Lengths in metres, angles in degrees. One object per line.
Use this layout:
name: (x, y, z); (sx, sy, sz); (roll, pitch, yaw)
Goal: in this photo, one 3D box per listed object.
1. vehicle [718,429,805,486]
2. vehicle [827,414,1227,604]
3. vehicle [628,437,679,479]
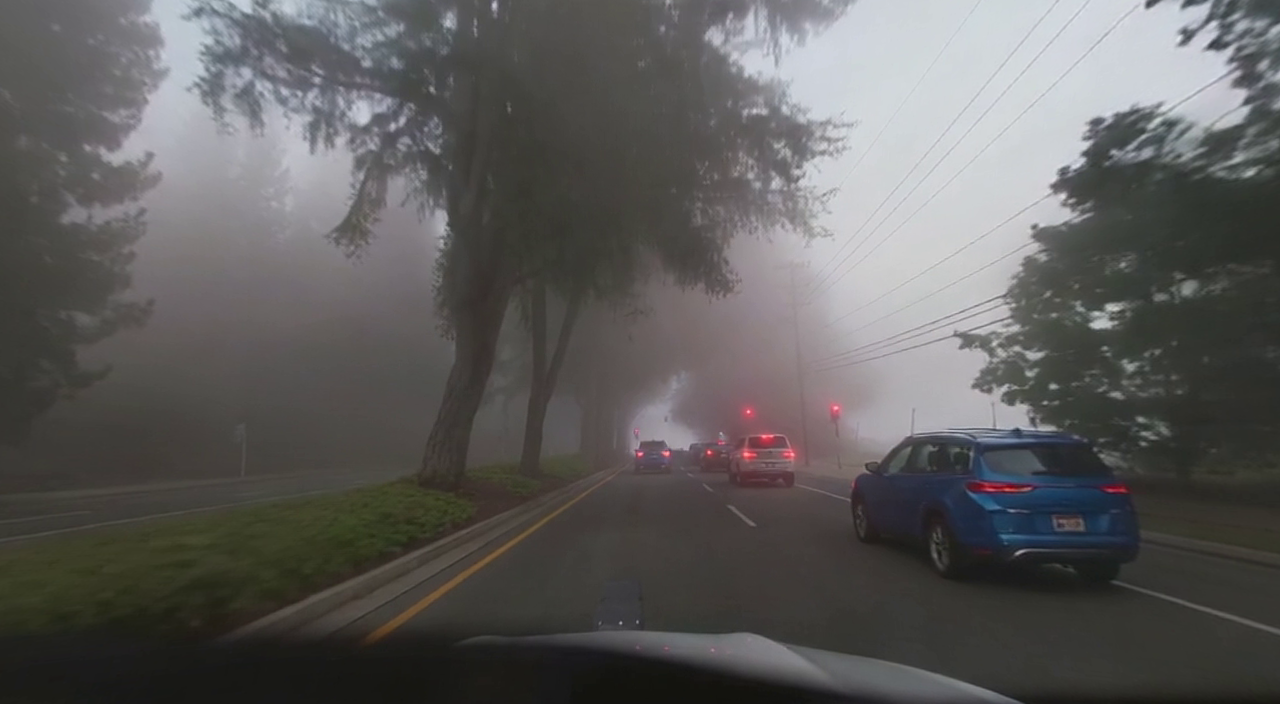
vehicle: (4.340, 3.915, 23.500); (2.254, 1.840, 4.918); (-1, -9, 0)
vehicle: (3.805, 1.622, 7.367); (1.881, 1.512, 4.294); (-1, -9, -1)
vehicle: (0.607, 4.854, 28.985); (2.163, 1.746, 4.073); (-1, -9, 1)
